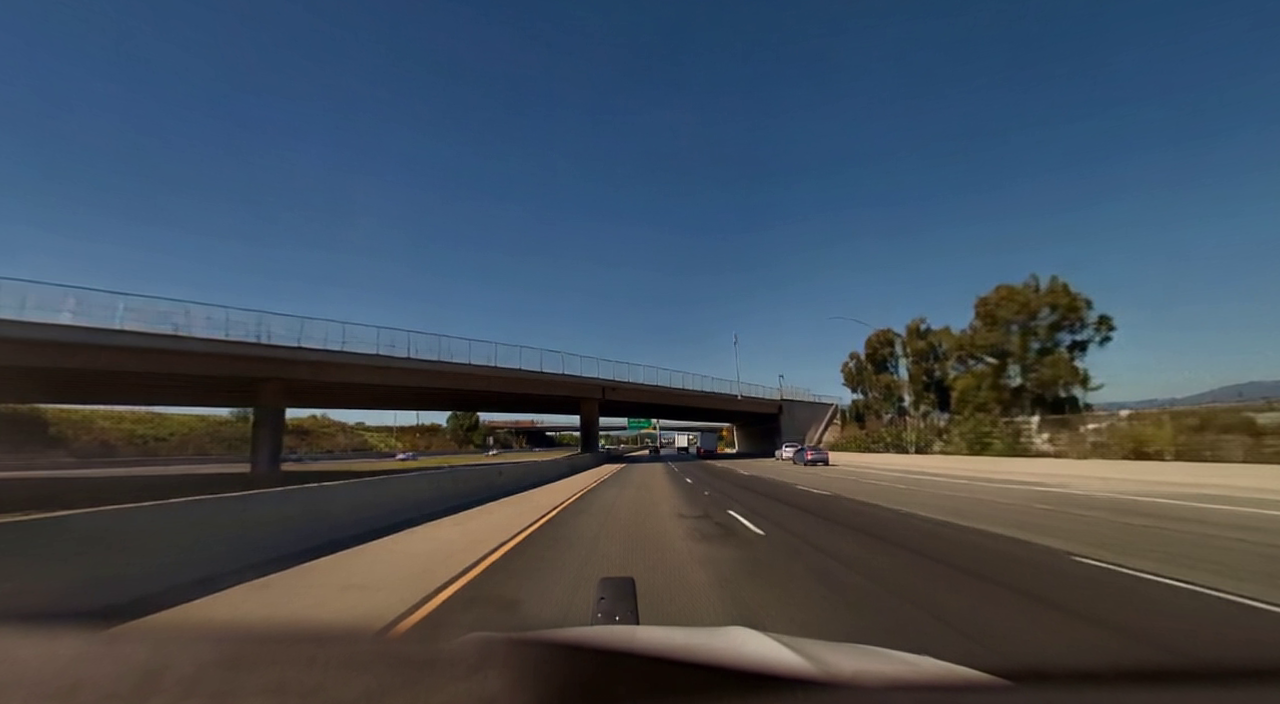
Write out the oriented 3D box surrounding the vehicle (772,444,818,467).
[{"bbox_3d":[11.181,7.477,45.828,2.229,1.599,4.253,0,-8,0],"label":"vehicle"}]
